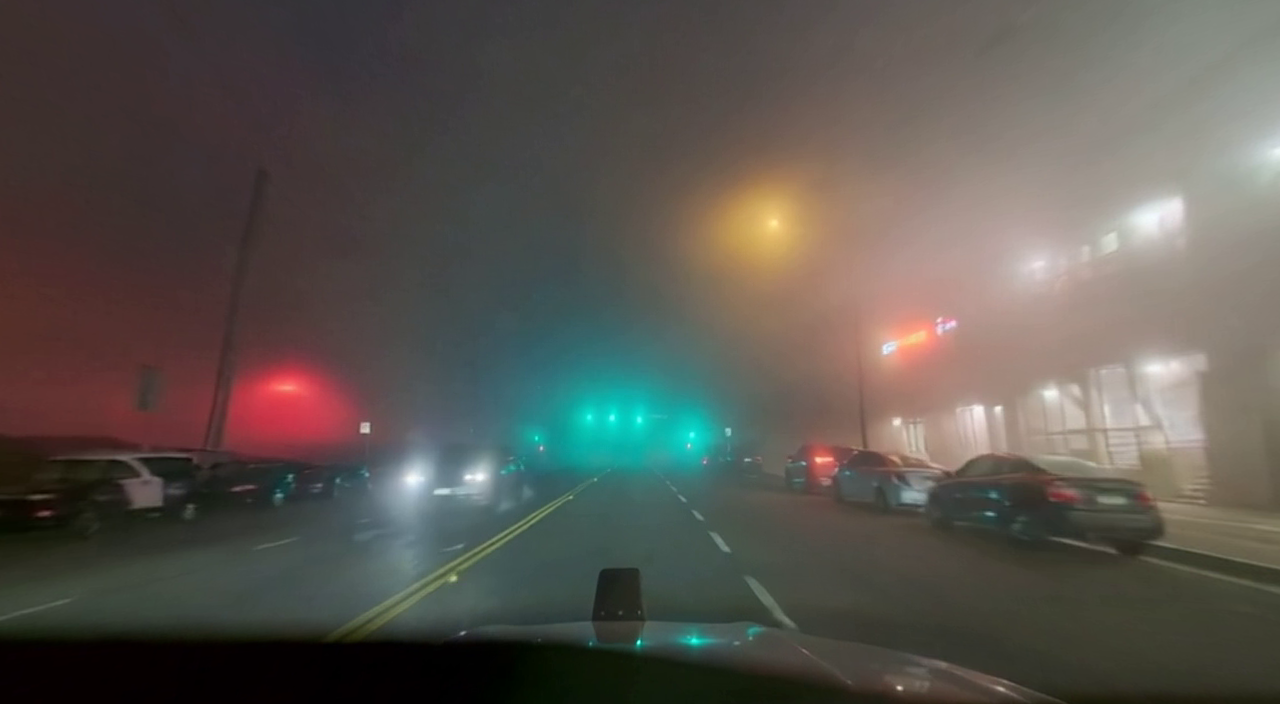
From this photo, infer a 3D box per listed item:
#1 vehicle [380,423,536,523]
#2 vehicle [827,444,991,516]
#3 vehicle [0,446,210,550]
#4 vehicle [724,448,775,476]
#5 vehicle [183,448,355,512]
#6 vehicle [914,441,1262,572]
[{"bbox_3d":[-3.514,2.405,13.122,1.980,1.718,4.120,0,-8,0],"label":"vehicle"},{"bbox_3d":[6.261,2.988,15.377,1.966,1.472,4.363,0,-8,-2],"label":"vehicle"},{"bbox_3d":[-10.193,2.507,11.562,1.812,1.531,3.934,0,-8,1],"label":"vehicle"},{"bbox_3d":[6.144,6.218,36.039,1.902,1.484,4.714,0,-8,-2],"label":"vehicle"},{"bbox_3d":[-9.960,3.430,17.518,1.886,1.493,4.689,0,-8,1],"label":"vehicle"},{"bbox_3d":[6.185,2.121,9.661,1.837,1.482,4.706,0,-8,0],"label":"vehicle"}]
